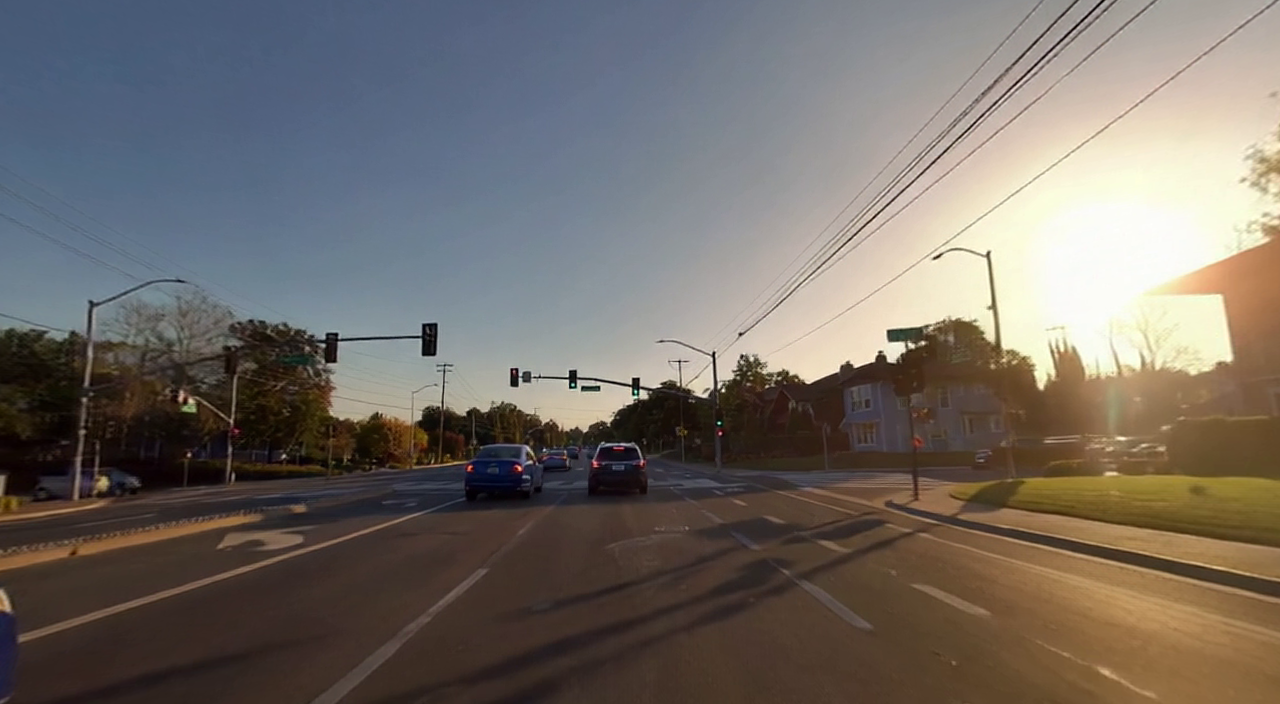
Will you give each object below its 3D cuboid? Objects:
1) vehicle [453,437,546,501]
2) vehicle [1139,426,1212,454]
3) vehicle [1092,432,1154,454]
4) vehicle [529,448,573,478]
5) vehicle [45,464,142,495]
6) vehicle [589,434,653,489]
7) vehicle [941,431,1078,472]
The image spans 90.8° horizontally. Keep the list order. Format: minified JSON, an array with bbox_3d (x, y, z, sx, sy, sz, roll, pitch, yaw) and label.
[{"bbox_3d":[-4.065,3.428,18.946,1.899,1.685,4.121,0,-8,-1],"label":"vehicle"},{"bbox_3d":[34.829,5.755,41.218,1.901,1.712,3.920,-2,-9,13],"label":"vehicle"},{"bbox_3d":[31.859,6.036,41.806,1.754,1.414,3.590,-2,-9,11],"label":"vehicle"},{"bbox_3d":[-4.606,5.782,33.273,1.863,1.449,4.153,0,-8,-2],"label":"vehicle"},{"bbox_3d":[-34.691,8.063,40.139,4.533,1.738,2.151,-2,-9,11],"label":"vehicle"},{"bbox_3d":[-0.734,4.043,23.602,2.155,1.836,4.250,0,-8,-2],"label":"vehicle"},{"bbox_3d":[19.215,5.208,33.156,5.652,1.990,2.190,-2,-9,11],"label":"vehicle"}]
